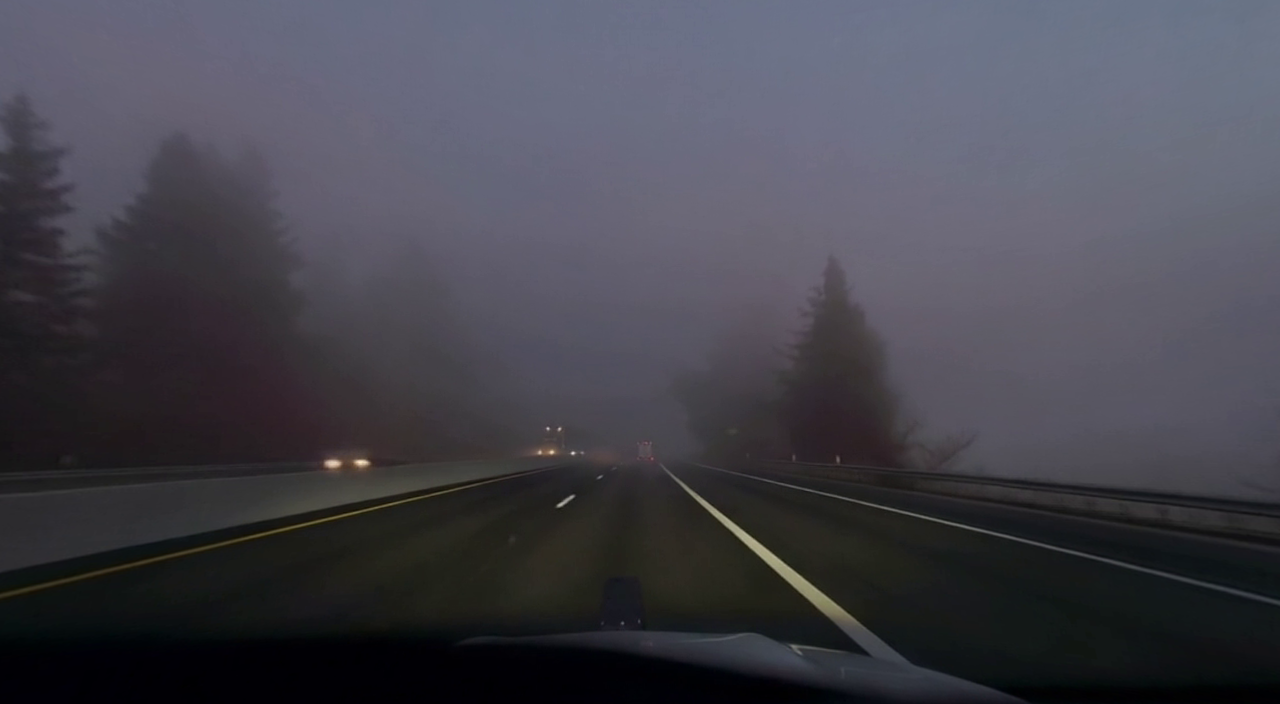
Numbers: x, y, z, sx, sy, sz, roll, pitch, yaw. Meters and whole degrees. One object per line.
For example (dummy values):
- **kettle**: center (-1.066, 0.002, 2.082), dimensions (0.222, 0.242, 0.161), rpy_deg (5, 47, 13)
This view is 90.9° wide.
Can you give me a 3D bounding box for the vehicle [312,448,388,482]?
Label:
- **vehicle**: center (-15.283, 5.943, 33.489), dimensions (1.895, 1.656, 4.361), rpy_deg (0, -9, 1)
